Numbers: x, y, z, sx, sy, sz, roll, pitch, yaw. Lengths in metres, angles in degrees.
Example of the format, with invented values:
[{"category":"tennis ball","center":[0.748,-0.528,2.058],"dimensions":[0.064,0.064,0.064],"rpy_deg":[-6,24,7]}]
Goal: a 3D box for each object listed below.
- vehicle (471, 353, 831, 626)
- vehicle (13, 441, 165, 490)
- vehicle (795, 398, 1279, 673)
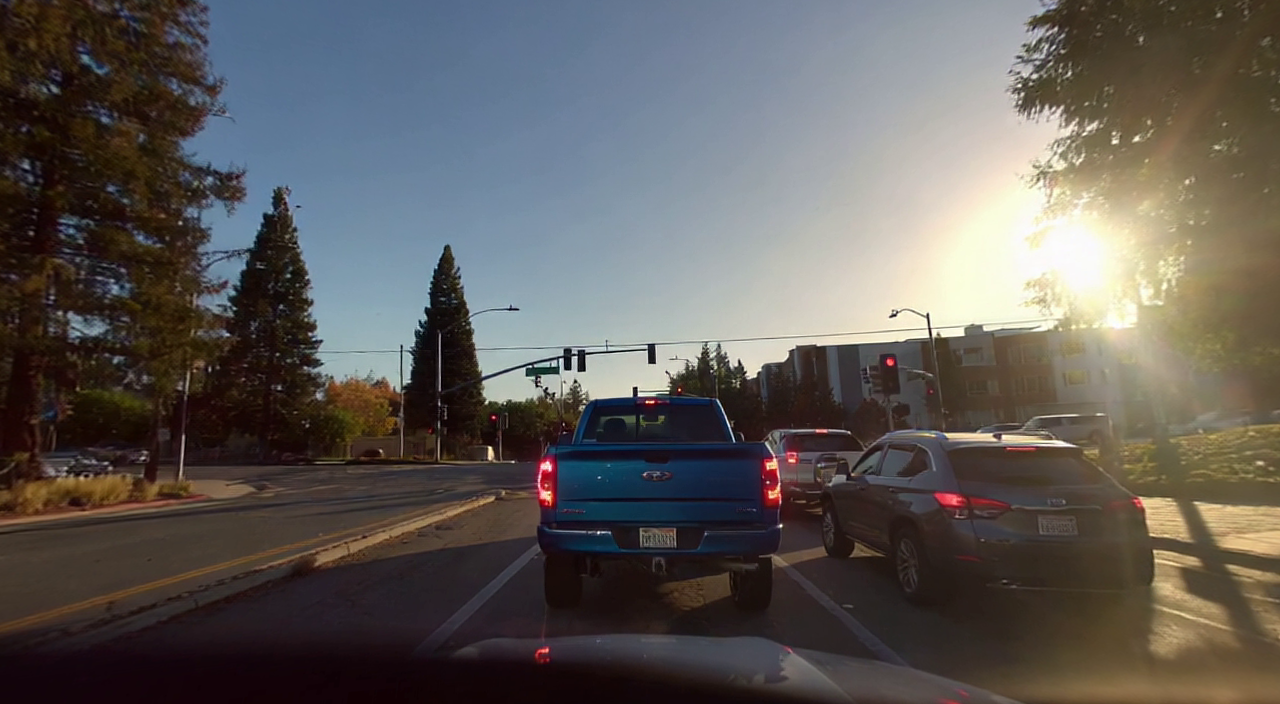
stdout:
[{"category":"vehicle","center":[0.102,1.403,7.439],"dimensions":[2.636,2.011,5.425],"rpy_deg":[0,-8,1]},{"category":"vehicle","center":[-21.741,4.467,25.199],"dimensions":[2.062,1.764,4.508],"rpy_deg":[0,-8,-2]},{"category":"vehicle","center":[3.332,1.502,6.495],"dimensions":[2.155,1.667,5.162],"rpy_deg":[0,-8,0]}]
